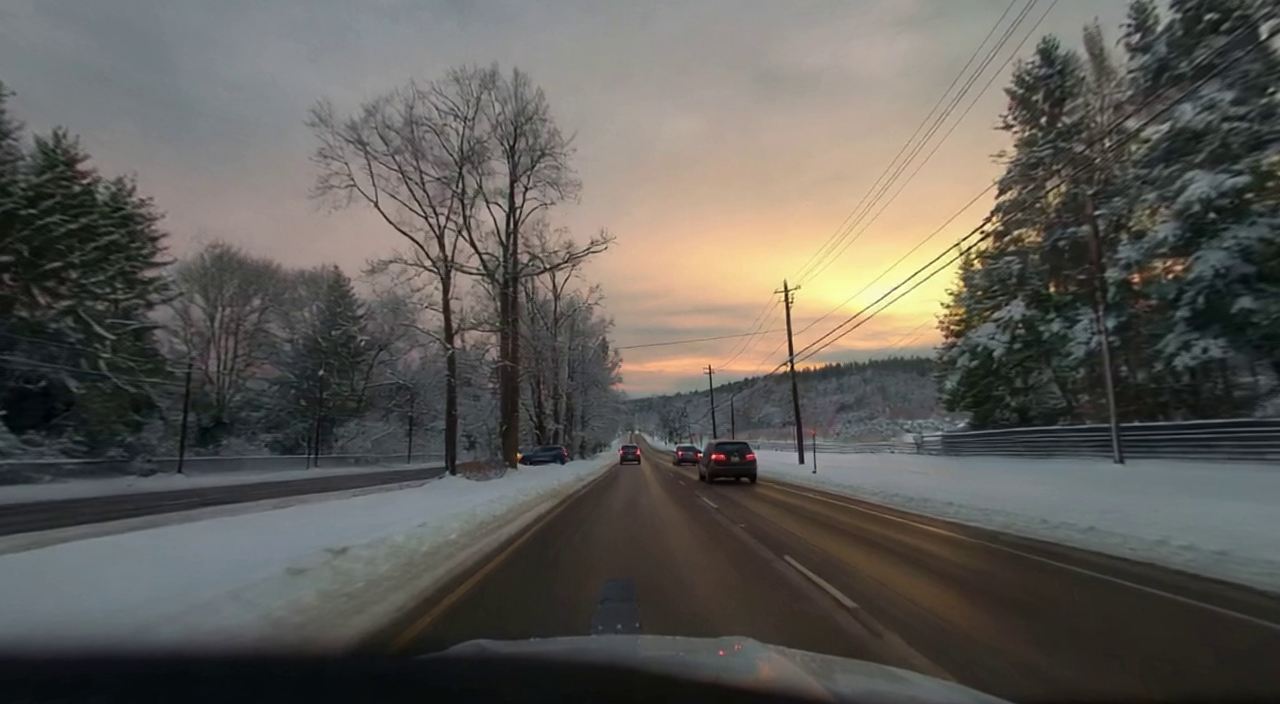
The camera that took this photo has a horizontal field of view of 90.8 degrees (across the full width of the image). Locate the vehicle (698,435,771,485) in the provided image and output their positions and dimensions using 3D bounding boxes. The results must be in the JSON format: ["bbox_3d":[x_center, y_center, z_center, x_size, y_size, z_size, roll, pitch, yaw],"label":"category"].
[{"bbox_3d":[3.689,4.335,25.615,2.112,1.825,4.574,0,-9,-2],"label":"vehicle"}]

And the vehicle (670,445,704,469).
[{"bbox_3d":[3.340,7.503,45.397,2.012,1.653,4.115,0,-9,-1],"label":"vehicle"}]
